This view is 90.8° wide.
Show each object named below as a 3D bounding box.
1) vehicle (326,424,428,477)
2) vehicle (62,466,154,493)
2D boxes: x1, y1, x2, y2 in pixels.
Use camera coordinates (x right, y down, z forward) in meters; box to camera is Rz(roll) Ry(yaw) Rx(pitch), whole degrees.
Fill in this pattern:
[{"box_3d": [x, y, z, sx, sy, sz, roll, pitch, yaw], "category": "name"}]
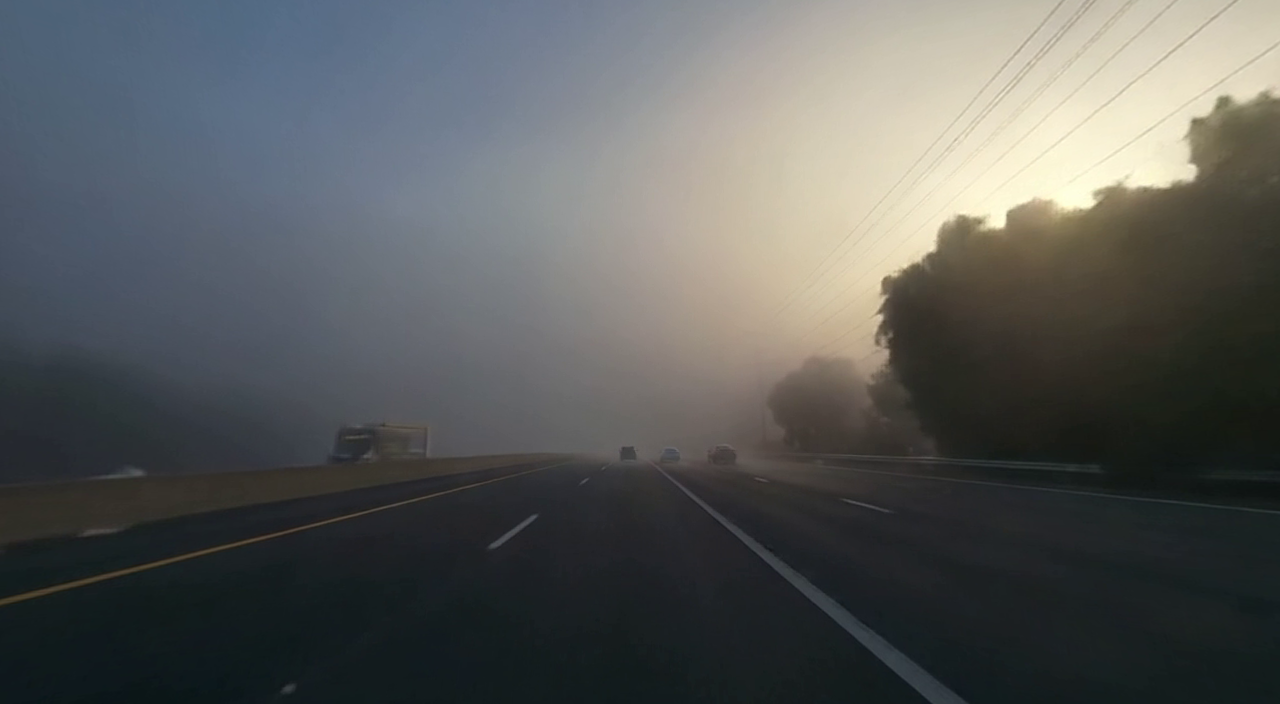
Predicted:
[{"box_3d": [-19.222, 7.337, 47.197, 2.951, 3.477, 10.720, 0, -9, 0], "category": "vehicle"}, {"box_3d": [-40.316, 9.683, 48.098, 2.078, 1.720, 5.714, 0, -9, -1], "category": "vehicle"}]
